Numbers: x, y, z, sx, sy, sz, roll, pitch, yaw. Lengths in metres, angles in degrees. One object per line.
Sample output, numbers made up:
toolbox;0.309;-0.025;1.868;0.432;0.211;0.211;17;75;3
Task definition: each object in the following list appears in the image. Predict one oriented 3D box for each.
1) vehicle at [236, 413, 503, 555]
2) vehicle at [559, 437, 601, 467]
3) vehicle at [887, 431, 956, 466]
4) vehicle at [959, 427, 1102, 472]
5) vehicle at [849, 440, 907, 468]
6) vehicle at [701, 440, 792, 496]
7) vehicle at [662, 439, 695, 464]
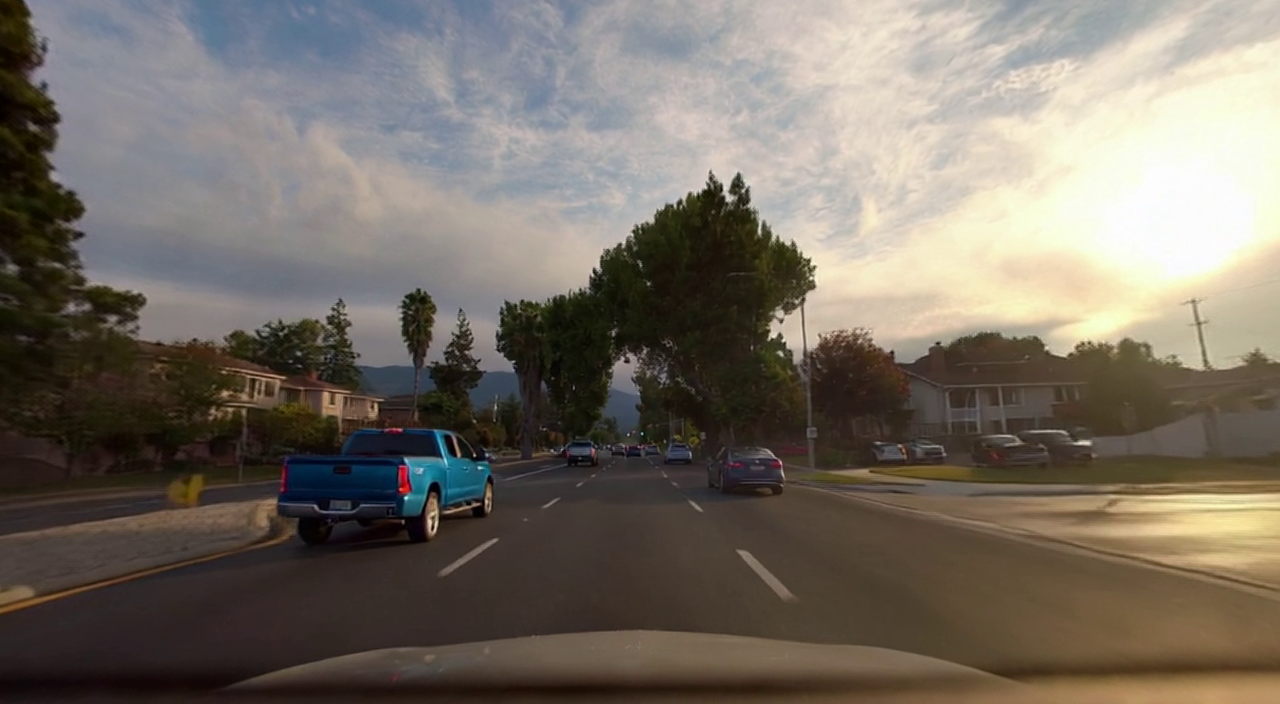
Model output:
vehicle;-3.940;2.015;10.555;2.111;1.745;5.274;0;-8;0
vehicle;-3.826;6.492;41.328;2.218;1.829;4.492;0;-8;1
vehicle;16.244;5.650;36.697;2.040;1.784;4.533;-3;-10;3
vehicle;17.090;4.266;27.888;1.991;1.806;4.902;6;-10;-39
vehicle;13.641;5.831;36.514;1.929;1.502;4.177;0;-8;3
vehicle;3.029;3.381;18.887;1.884;1.463;4.195;0;-8;-1
vehicle;2.985;7.752;49.459;2.099;1.845;4.363;0;-8;-3
